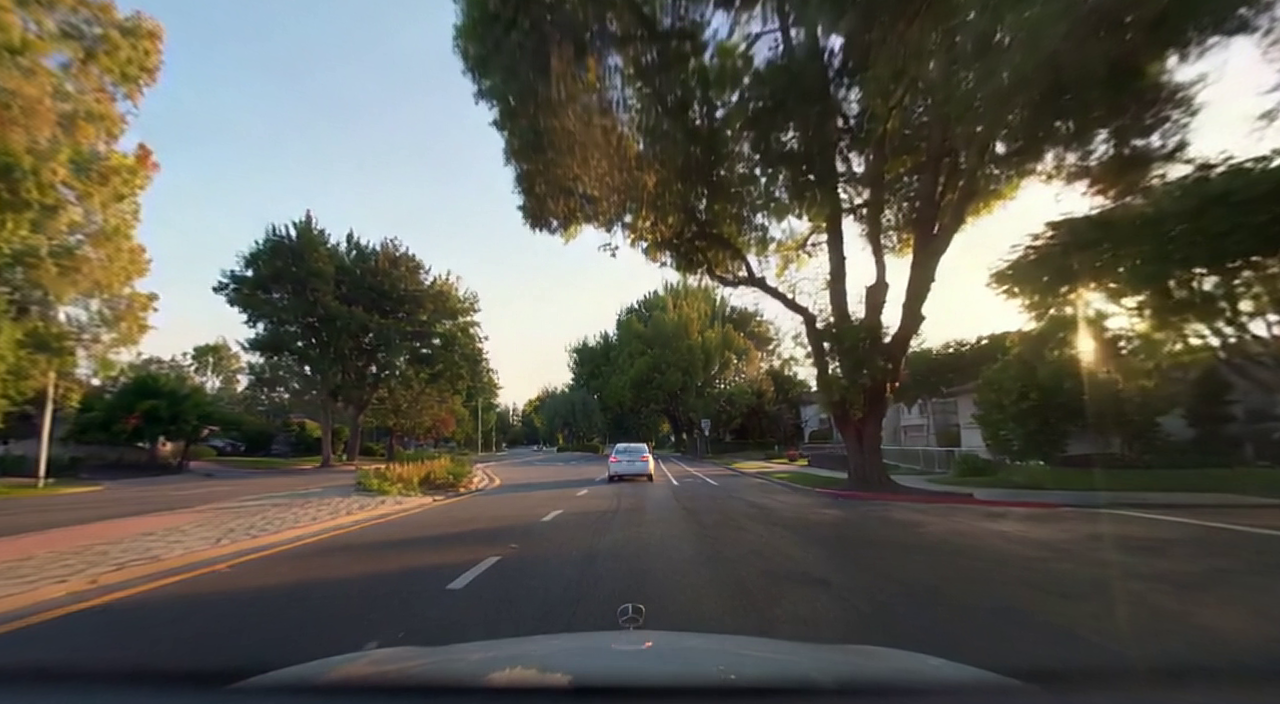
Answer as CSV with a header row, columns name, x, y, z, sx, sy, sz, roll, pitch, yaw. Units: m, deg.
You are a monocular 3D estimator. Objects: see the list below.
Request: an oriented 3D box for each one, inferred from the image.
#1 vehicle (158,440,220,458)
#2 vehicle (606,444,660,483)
name,x,y,z,sx,sy,sz,roll,pitch,yaw
vehicle,-35.026,7.557,48.959,3.471,1.391,1.625,0,-9,-2
vehicle,-0.237,4.469,25.632,2.009,1.456,4.003,0,-8,0
